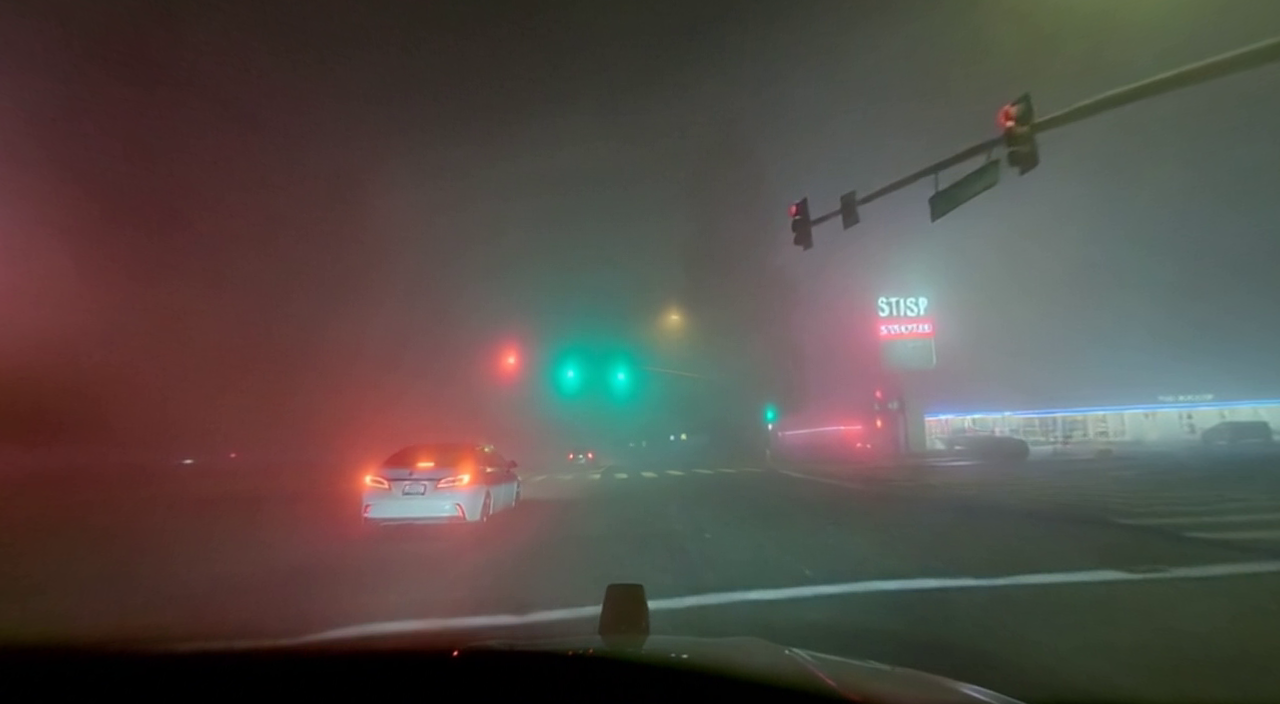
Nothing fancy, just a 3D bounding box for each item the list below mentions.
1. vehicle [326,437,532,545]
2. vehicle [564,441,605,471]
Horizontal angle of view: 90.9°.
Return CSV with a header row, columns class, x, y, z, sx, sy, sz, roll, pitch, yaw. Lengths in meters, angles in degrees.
class,x,y,z,sx,sy,sz,roll,pitch,yaw
vehicle,-3.287,2.244,10.926,2.018,1.477,4.401,0,-8,0
vehicle,-3.332,6.341,38.568,2.109,1.692,4.220,0,-8,0
